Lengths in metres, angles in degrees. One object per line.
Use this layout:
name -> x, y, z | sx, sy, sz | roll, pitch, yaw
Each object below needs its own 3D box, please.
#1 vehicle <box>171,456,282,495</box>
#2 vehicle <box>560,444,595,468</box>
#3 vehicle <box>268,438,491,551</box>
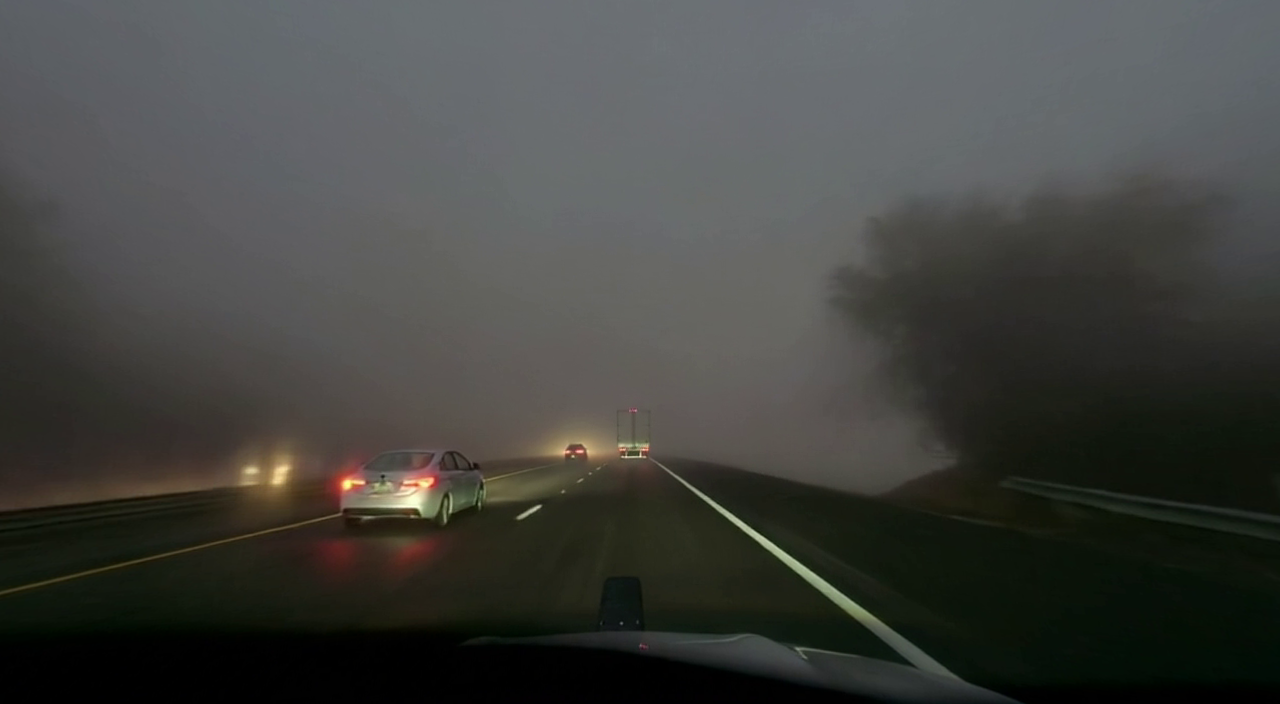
vehicle -> -16.992, 5.082, 26.213 | 1.774, 1.409, 4.239 | 0, -9, -1
vehicle -> -4.513, 7.639, 46.418 | 2.115, 1.668, 4.217 | 0, -9, 0
vehicle -> -4.021, 2.245, 10.642 | 1.978, 1.507, 4.062 | 0, -9, 0
